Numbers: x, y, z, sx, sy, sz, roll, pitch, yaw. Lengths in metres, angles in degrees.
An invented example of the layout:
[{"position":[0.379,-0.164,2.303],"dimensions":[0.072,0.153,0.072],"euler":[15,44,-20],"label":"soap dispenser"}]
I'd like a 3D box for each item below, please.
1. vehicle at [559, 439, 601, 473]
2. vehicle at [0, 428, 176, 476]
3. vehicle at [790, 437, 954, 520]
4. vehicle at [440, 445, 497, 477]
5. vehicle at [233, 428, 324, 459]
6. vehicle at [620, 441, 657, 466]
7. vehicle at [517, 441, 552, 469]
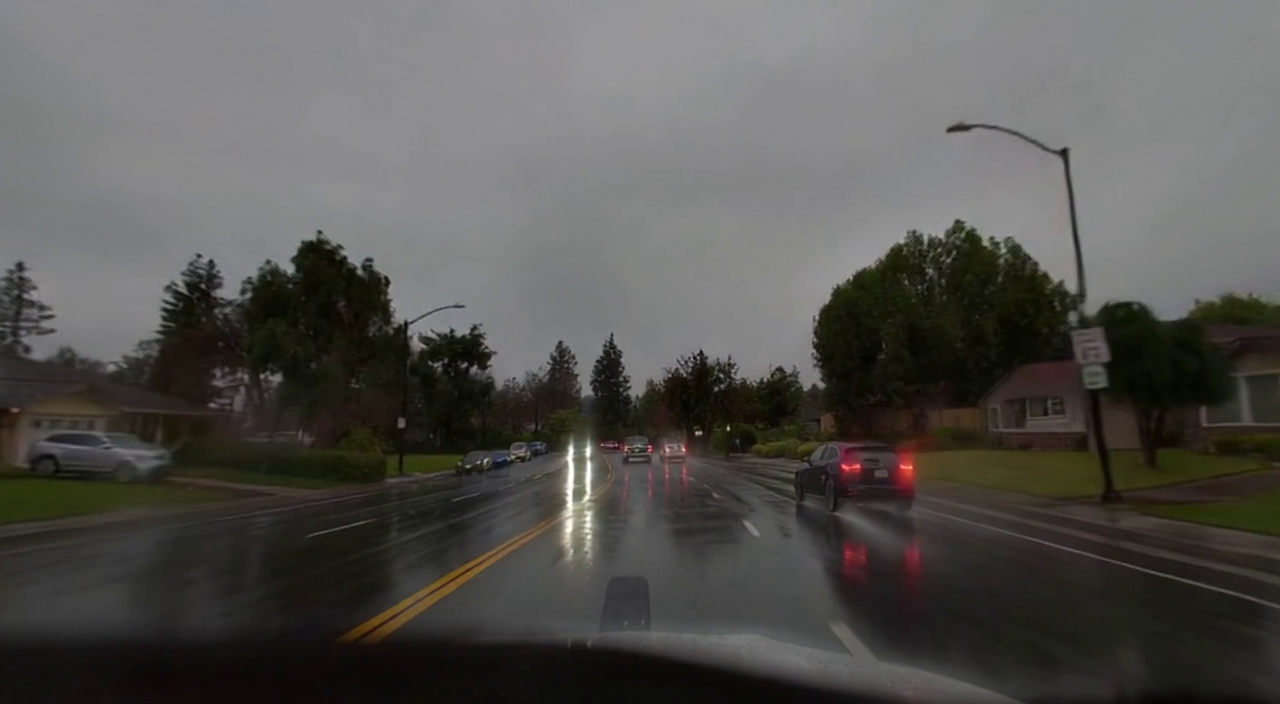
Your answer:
[{"position":[-3.239,5.673,34.738],"dimensions":[2.081,1.721,4.228],"euler":[0,-8,-3],"label":"vehicle"},{"position":[-19.150,3.484,22.011],"dimensions":[4.377,1.570,1.871],"euler":[0,-8,0],"label":"vehicle"},{"position":[4.821,2.667,13.894],"dimensions":[1.934,1.506,4.282],"euler":[0,-8,-1],"label":"vehicle"},{"position":[-9.841,6.263,36.556],"dimensions":[2.038,1.690,4.825],"euler":[0,-8,-2],"label":"vehicle"},{"position":[-23.979,6.090,41.980],"dimensions":[4.772,1.877,2.038],"euler":[0,-8,-10],"label":"vehicle"},{"position":[-0.147,7.146,44.639],"dimensions":[2.106,1.667,4.367],"euler":[1,-8,-7],"label":"vehicle"},{"position":[-7.234,7.102,43.703],"dimensions":[2.075,1.822,5.096],"euler":[1,-8,-6],"label":"vehicle"}]
